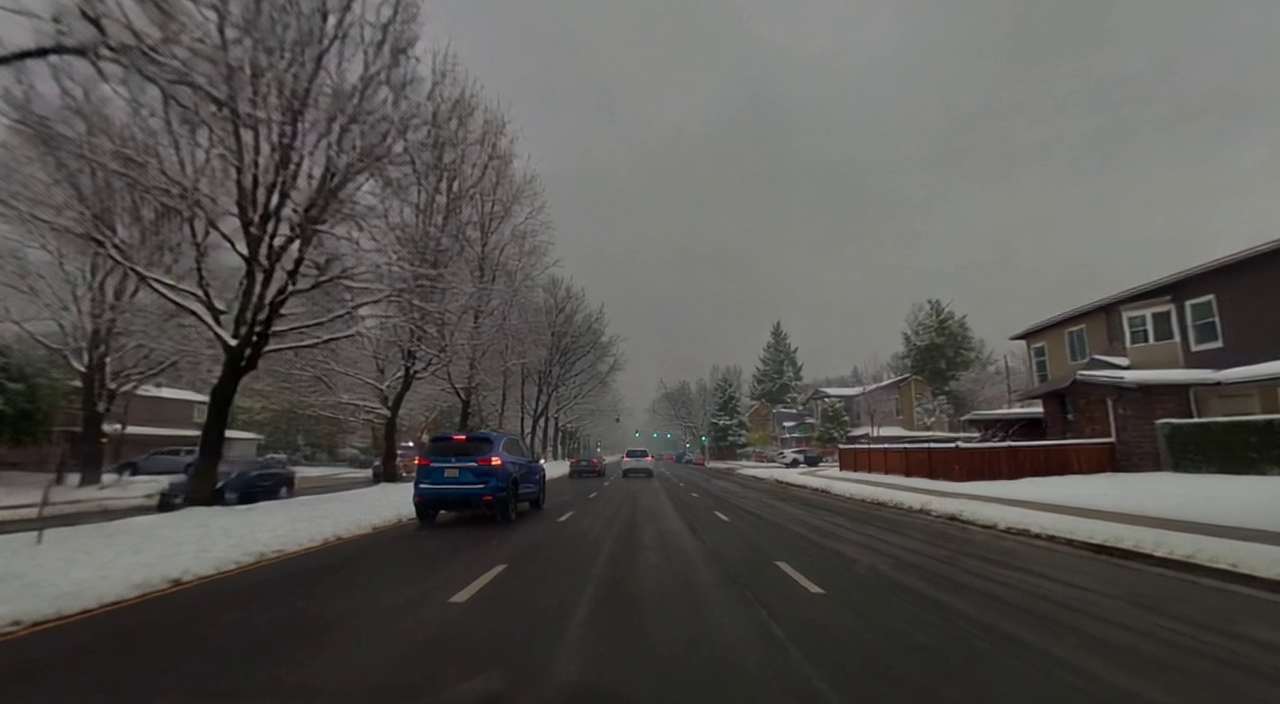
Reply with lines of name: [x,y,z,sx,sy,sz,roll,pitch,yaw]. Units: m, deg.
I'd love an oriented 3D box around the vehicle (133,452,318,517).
vehicle: [-11.056,3.525,17.370,1.963,1.476,4.593,0,-8,0]

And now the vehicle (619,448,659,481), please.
vehicle: [-0.042,5.910,33.497,1.997,1.636,3.760,0,-8,1]

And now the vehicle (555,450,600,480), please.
vehicle: [-3.487,6.349,35.821,2.066,1.565,3.905,0,-8,2]

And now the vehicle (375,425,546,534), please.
vehicle: [-3.585,2.634,13.778,2.161,1.919,4.798,0,-8,2]
